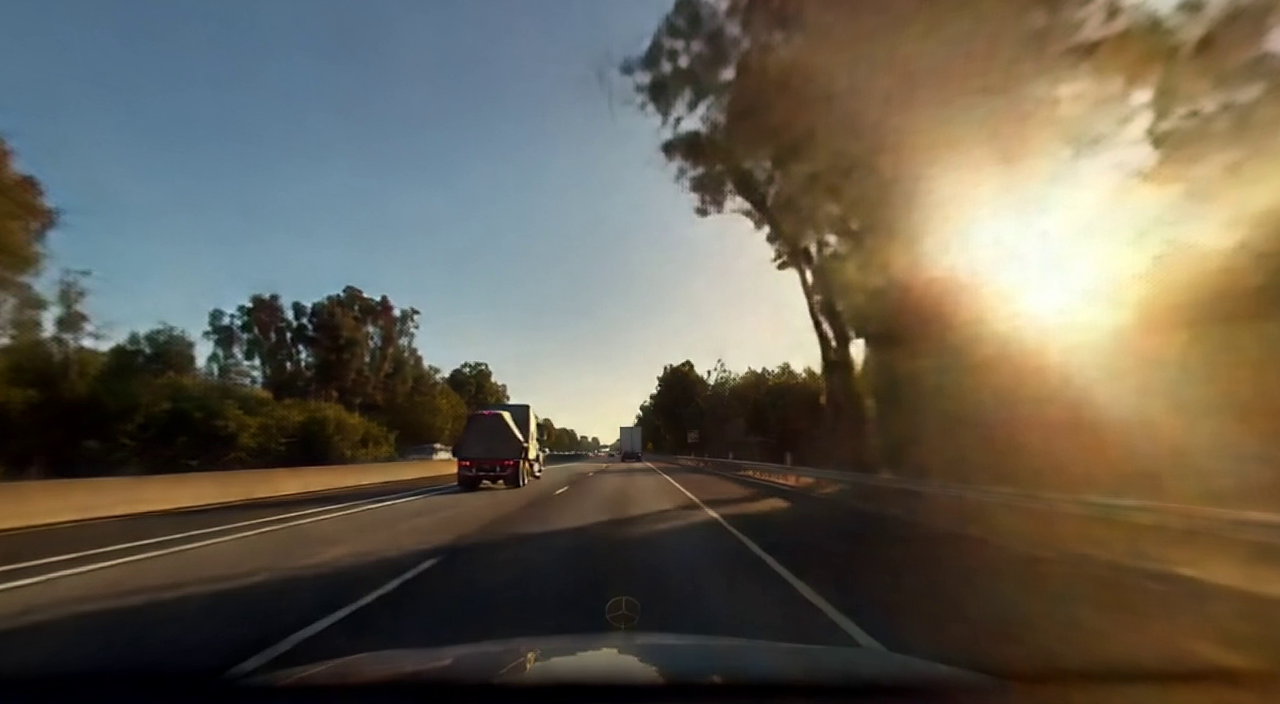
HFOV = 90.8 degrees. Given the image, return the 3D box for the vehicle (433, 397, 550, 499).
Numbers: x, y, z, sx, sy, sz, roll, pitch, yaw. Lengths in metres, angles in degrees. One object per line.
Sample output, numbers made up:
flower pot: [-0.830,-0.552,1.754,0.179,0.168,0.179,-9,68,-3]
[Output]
vehicle: [-4.595,3.179,20.855,2.368,2.813,6.329,0,-9,-1]
